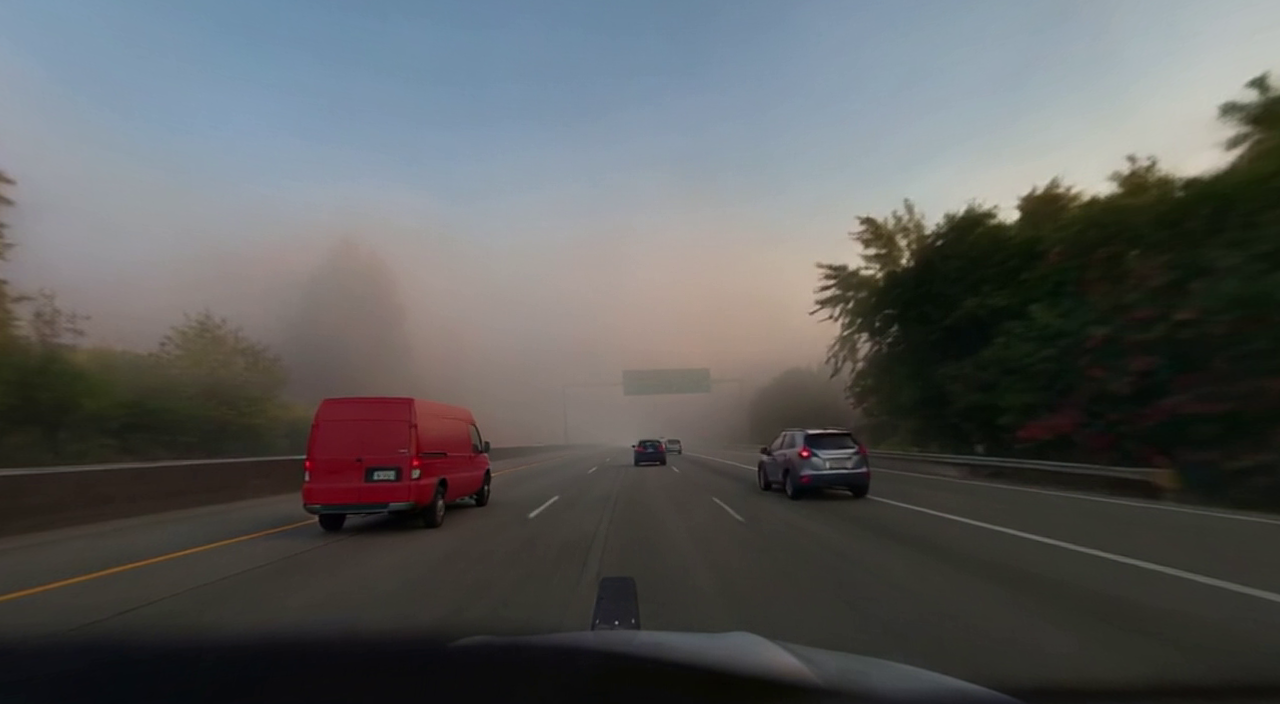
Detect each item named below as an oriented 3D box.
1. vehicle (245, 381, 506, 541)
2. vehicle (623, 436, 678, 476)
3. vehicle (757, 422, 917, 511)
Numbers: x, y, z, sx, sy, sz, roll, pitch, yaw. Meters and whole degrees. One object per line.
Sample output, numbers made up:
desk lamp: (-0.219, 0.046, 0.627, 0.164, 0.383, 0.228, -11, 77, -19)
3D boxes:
vehicle: (-3.966, 1.745, 10.758, 2.275, 2.053, 5.082, 0, -8, -1)
vehicle: (0.385, 4.130, 25.348, 2.020, 1.464, 3.803, 0, -8, 0)
vehicle: (4.085, 2.426, 14.015, 1.996, 1.638, 4.496, 0, -8, -1)
